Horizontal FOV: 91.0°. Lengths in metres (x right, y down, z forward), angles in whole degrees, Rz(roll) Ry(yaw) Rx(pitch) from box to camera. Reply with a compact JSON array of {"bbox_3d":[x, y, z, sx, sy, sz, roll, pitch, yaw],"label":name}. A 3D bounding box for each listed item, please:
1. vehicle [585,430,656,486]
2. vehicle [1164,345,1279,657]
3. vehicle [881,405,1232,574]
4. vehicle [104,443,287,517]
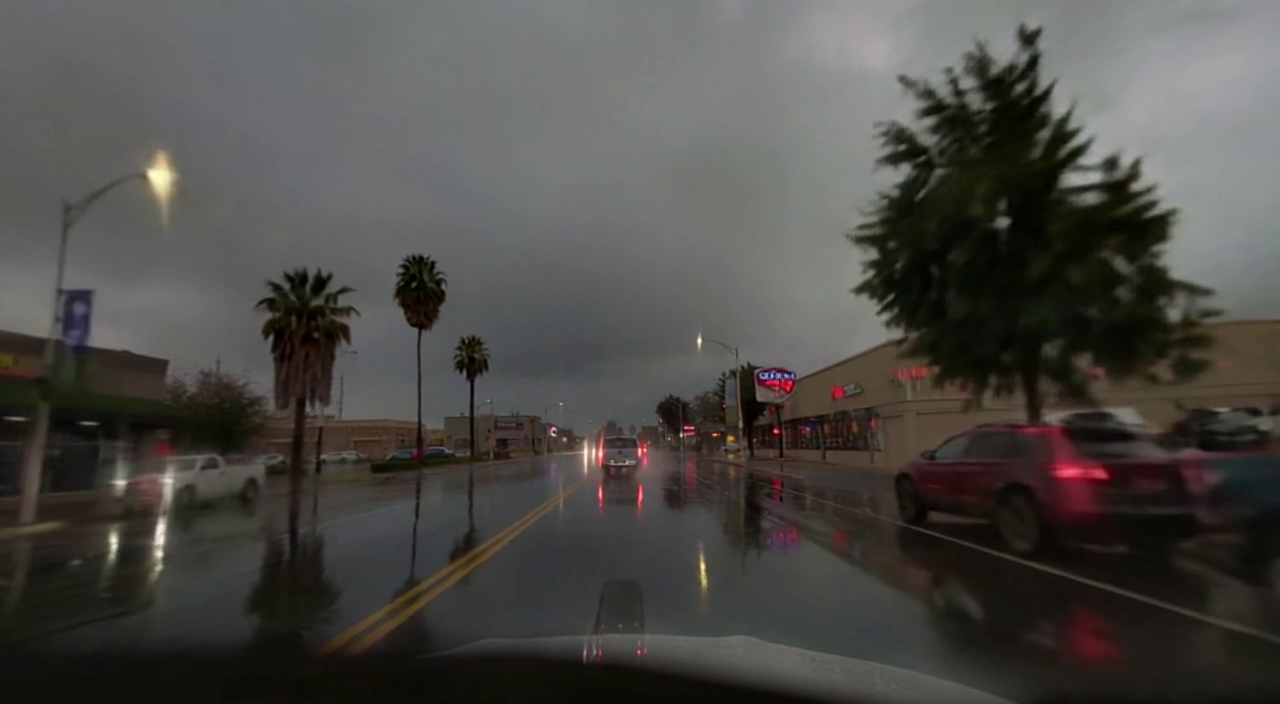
[{"bbox_3d":[-0.639,3.665,22.039,2.239,1.763,4.096,0,-8,-1],"label":"vehicle"},{"bbox_3d":[5.487,0.669,1.781,2.568,1.974,6.203,3,-9,-2],"label":"vehicle"},{"bbox_3d":[5.742,1.939,9.703,2.186,1.861,4.678,2,-8,-1],"label":"vehicle"},{"bbox_3d":[-13.520,3.855,19.663,2.296,1.847,4.856,-3,-8,-1],"label":"vehicle"}]
